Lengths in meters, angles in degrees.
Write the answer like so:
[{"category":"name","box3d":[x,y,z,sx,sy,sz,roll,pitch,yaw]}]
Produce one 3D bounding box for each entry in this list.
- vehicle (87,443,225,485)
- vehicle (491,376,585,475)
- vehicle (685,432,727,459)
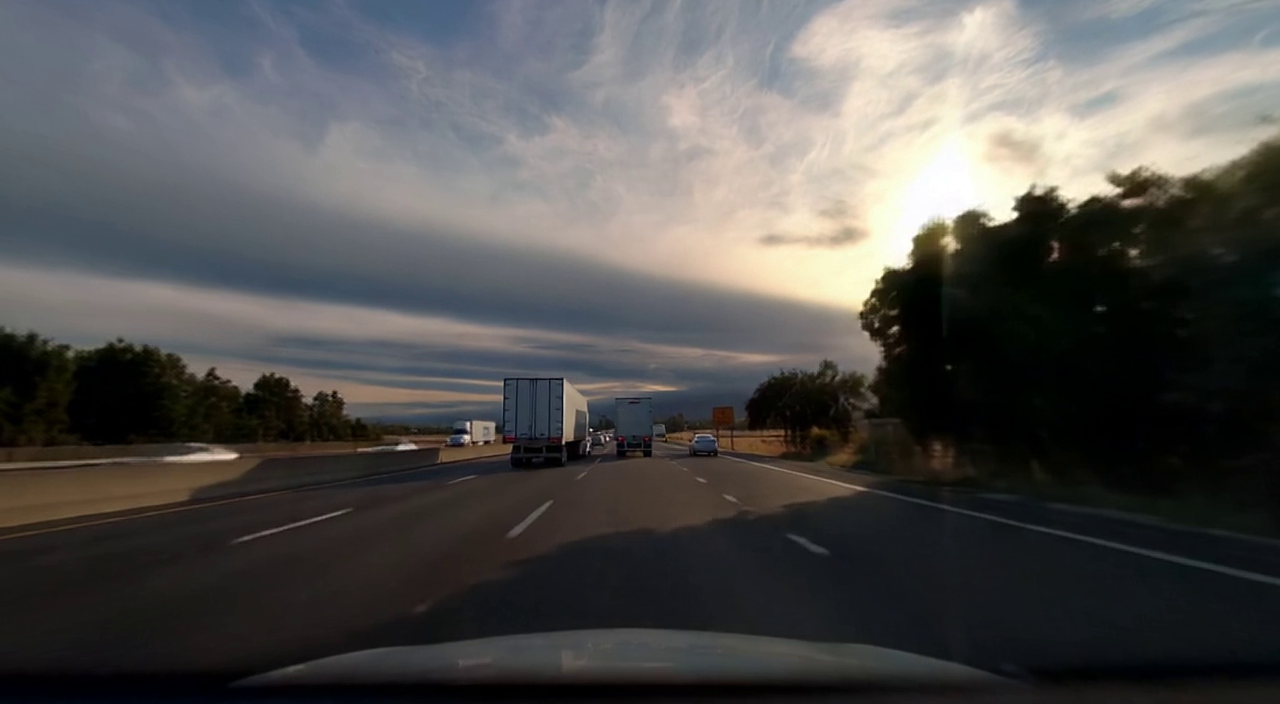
[{"category":"vehicle","box3d":[-19.302,4.461,25.454,1.866,1.486,4.795,0,-8,-1]},{"category":"vehicle","box3d":[-3.799,3.004,25.220,2.728,3.405,7.096,0,-8,-1]},{"category":"vehicle","box3d":[3.734,5.367,36.149,1.891,1.477,3.599,0,-8,-2]}]
